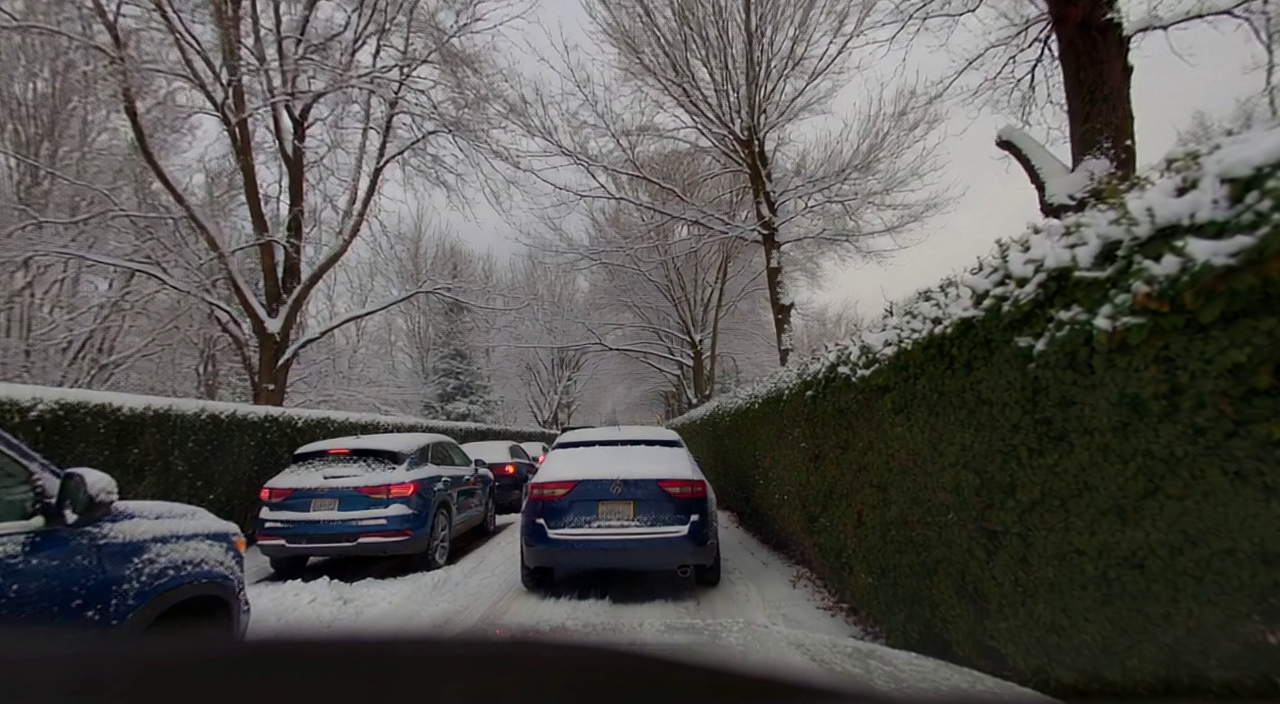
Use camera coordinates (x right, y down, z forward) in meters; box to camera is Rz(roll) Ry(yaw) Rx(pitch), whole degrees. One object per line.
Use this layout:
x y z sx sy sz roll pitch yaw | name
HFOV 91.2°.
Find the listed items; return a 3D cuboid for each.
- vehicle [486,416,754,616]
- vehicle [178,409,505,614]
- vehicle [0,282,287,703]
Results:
-0.194 1.637 7.130 2.154 1.581 4.007 0 -9 -1 | vehicle
-3.414 1.860 8.315 2.256 1.728 4.421 -6 -8 -2 | vehicle
-3.283 0.678 1.266 2.205 1.913 5.327 -6 -8 -2 | vehicle
